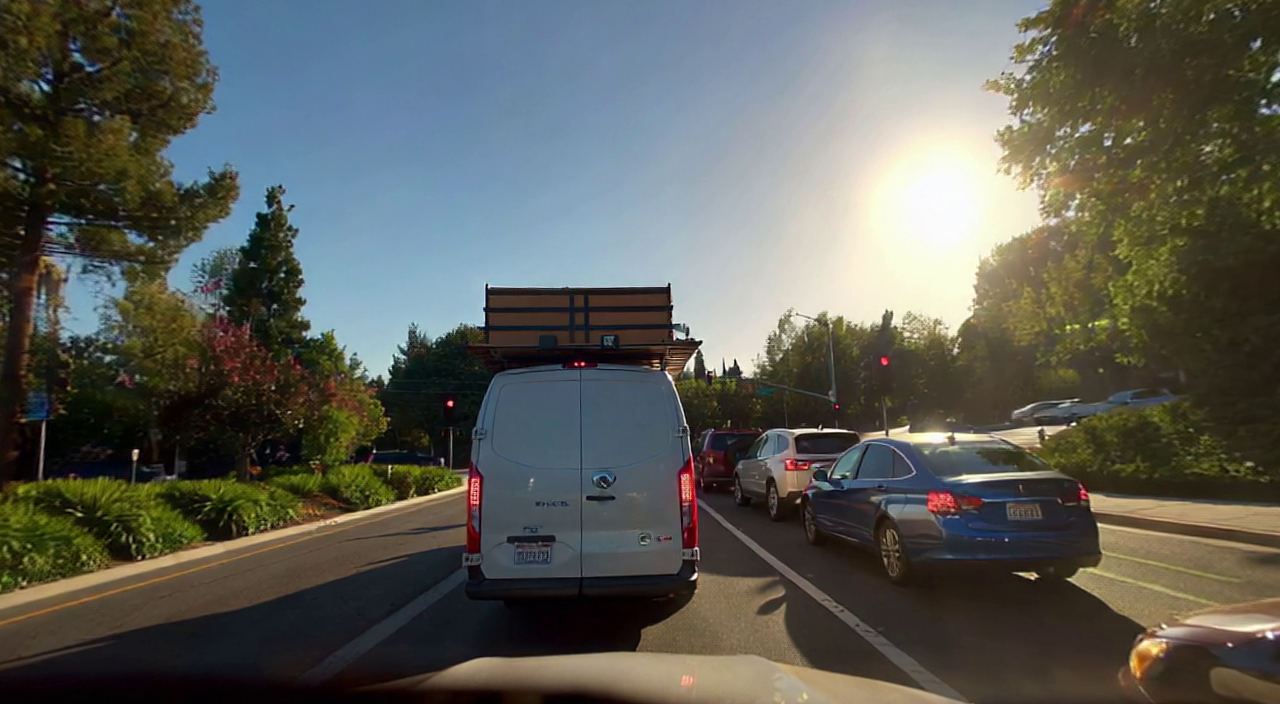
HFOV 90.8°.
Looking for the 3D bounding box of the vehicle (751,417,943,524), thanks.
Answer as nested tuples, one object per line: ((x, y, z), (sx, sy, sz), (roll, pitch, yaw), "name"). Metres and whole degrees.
((3.703, 2.214, 12.287), (2.024, 1.692, 4.252), (1, -9, -4), "vehicle")

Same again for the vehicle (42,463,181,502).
((-24.267, 5.982, 29.174), (4.501, 1.613, 1.852), (1, -9, -8), "vehicle")

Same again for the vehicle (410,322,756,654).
((-0.360, 1.154, 6.197), (2.145, 2.089, 4.309), (0, -9, 0), "vehicle")

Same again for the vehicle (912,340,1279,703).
((3.464, 0.936, 3.413), (1.965, 1.671, 4.146), (0, -9, -3), "vehicle")

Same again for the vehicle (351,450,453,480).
((-12.560, 5.945, 33.425), (4.708, 1.474, 1.871), (5, -10, -30), "vehicle")
